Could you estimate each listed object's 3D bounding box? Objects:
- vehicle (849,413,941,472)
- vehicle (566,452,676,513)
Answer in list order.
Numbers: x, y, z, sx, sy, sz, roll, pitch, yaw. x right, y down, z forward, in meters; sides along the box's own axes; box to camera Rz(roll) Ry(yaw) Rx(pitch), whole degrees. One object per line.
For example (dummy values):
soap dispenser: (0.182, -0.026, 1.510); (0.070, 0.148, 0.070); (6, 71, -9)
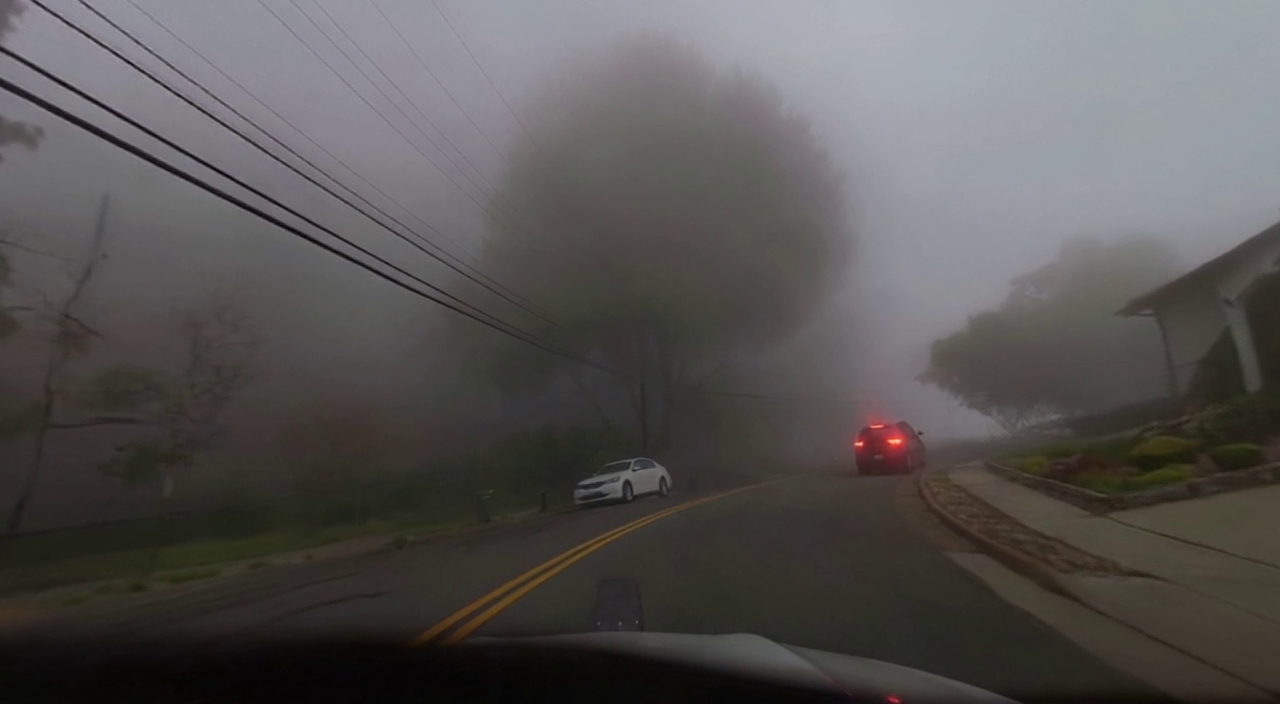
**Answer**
vehicle: (9.638, 3.393, 23.607); (2.086, 1.974, 4.890); (-6, -10, 34)
vehicle: (-0.583, 4.770, 23.667); (2.039, 1.949, 4.511); (-5, -10, 29)
